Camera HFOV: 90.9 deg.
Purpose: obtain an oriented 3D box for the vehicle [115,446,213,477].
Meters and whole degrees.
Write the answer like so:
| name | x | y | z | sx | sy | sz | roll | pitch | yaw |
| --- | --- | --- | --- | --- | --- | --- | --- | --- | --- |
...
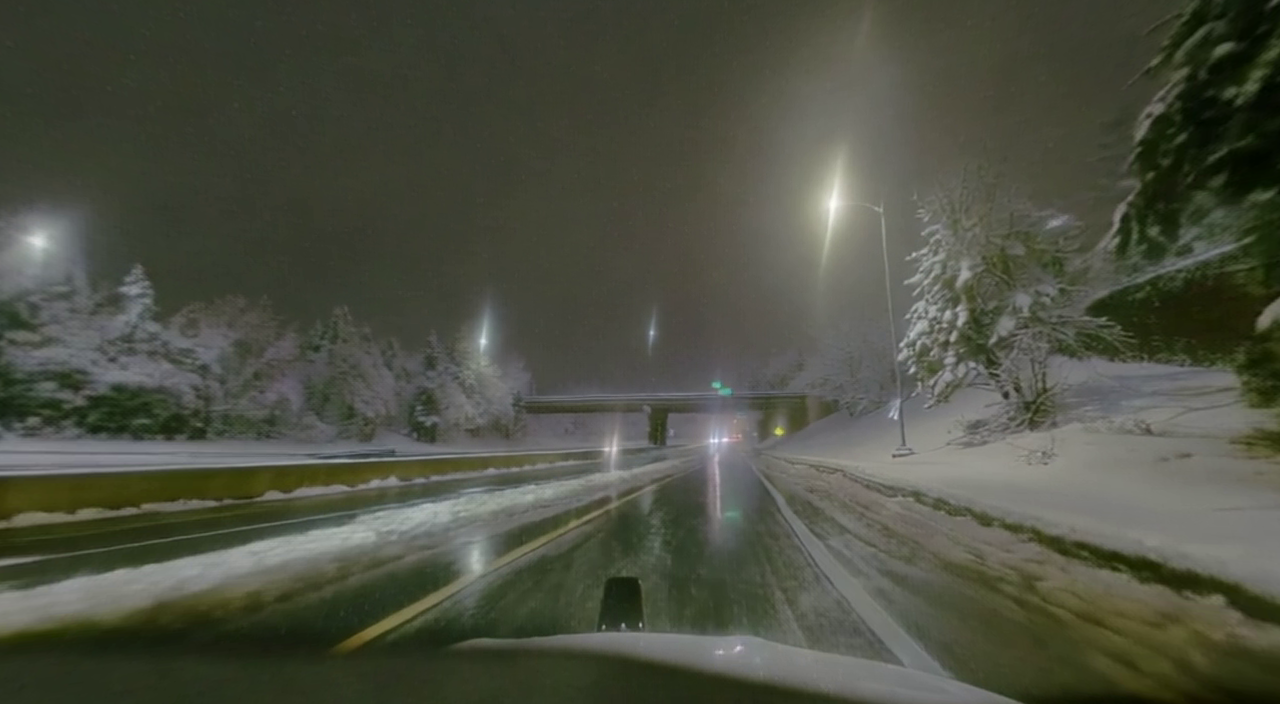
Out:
| name | x | y | z | sx | sy | sz | roll | pitch | yaw |
| --- | --- | --- | --- | --- | --- | --- | --- | --- | --- |
| vehicle | -22.654 | 5.202 | 30.160 | 1.648 | 1.394 | 3.439 | -2 | -9 | 11 |
